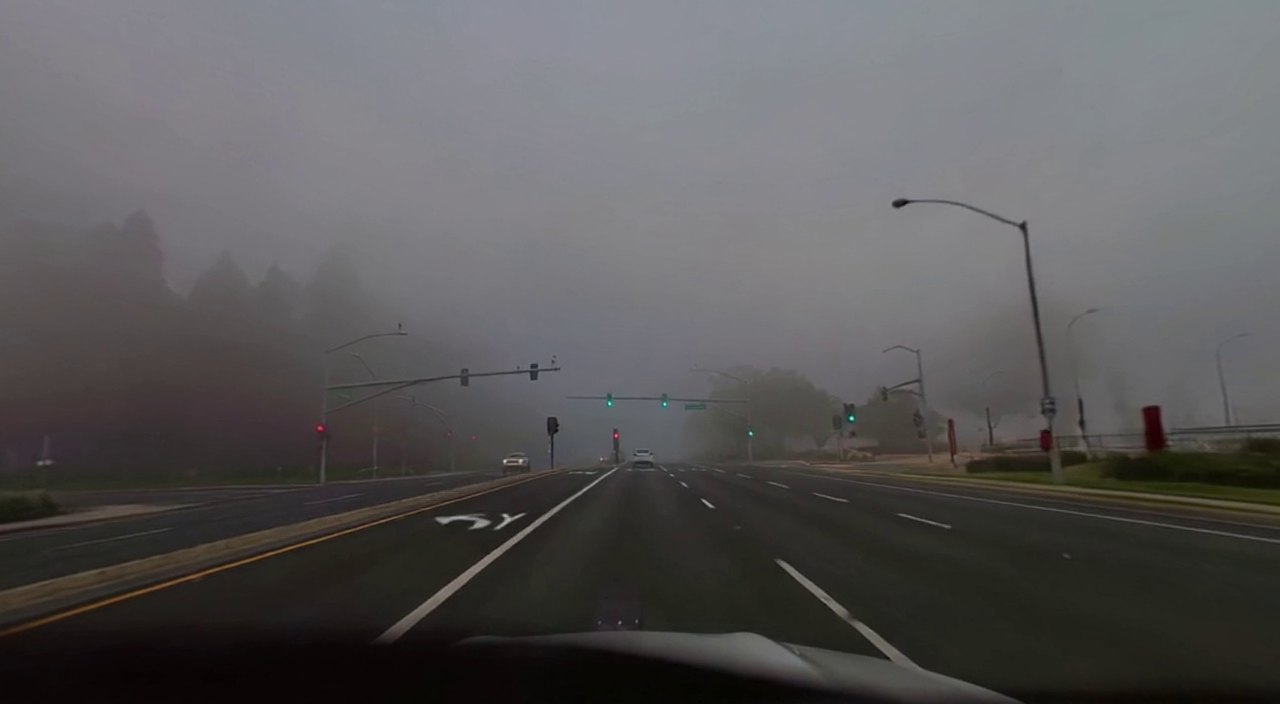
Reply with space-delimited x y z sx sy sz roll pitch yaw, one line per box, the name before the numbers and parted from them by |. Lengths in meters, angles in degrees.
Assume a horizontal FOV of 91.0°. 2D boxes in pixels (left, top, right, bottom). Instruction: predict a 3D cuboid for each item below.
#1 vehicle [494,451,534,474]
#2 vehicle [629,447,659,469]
vehicle | -8.793 7.746 44.373 1.887 1.480 4.446 0 -9 0
vehicle | 0.307 7.593 45.293 2.064 1.477 3.968 0 -9 0
